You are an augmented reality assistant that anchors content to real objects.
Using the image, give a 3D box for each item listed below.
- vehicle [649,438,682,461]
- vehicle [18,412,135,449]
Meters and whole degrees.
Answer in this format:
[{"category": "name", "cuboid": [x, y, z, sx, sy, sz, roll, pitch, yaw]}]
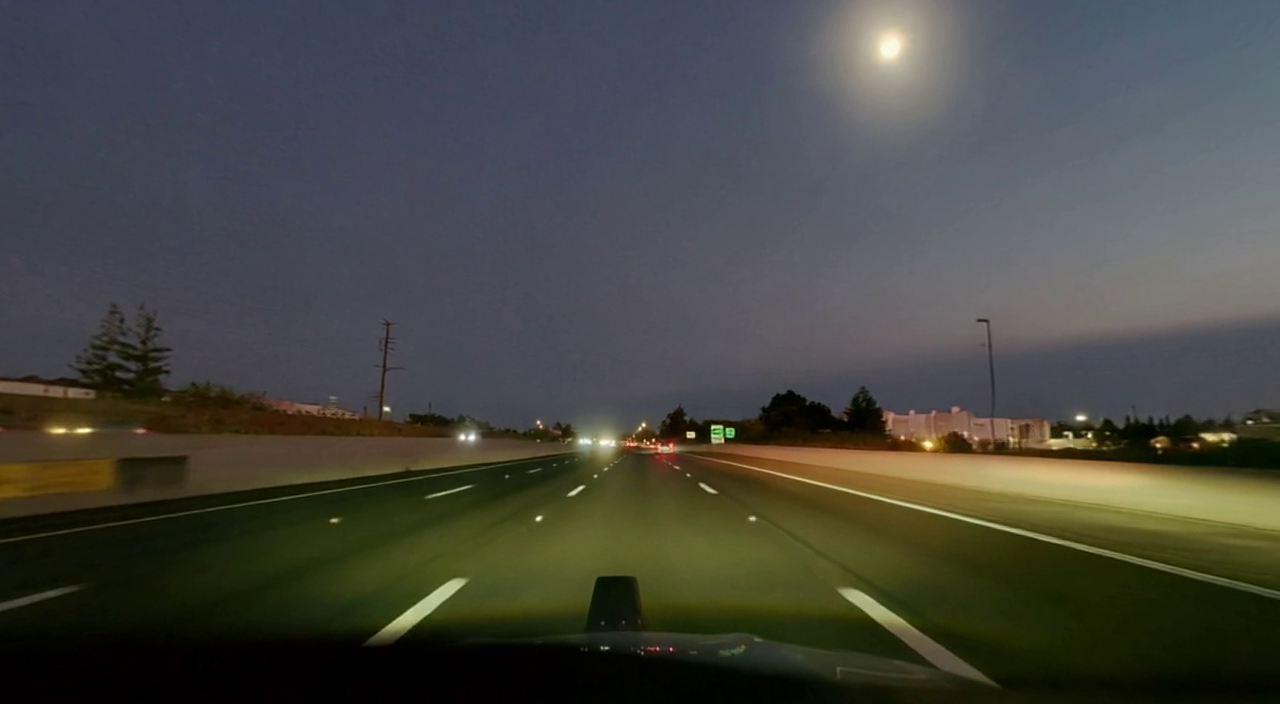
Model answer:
[{"category": "vehicle", "cuboid": [1.706, 6.702, 43.619, 2.036, 1.486, 4.375, 0, -8, -1]}, {"category": "vehicle", "cuboid": [-26.500, 3.748, 29.874, 1.796, 1.563, 3.964, 3, -8, 0]}]
